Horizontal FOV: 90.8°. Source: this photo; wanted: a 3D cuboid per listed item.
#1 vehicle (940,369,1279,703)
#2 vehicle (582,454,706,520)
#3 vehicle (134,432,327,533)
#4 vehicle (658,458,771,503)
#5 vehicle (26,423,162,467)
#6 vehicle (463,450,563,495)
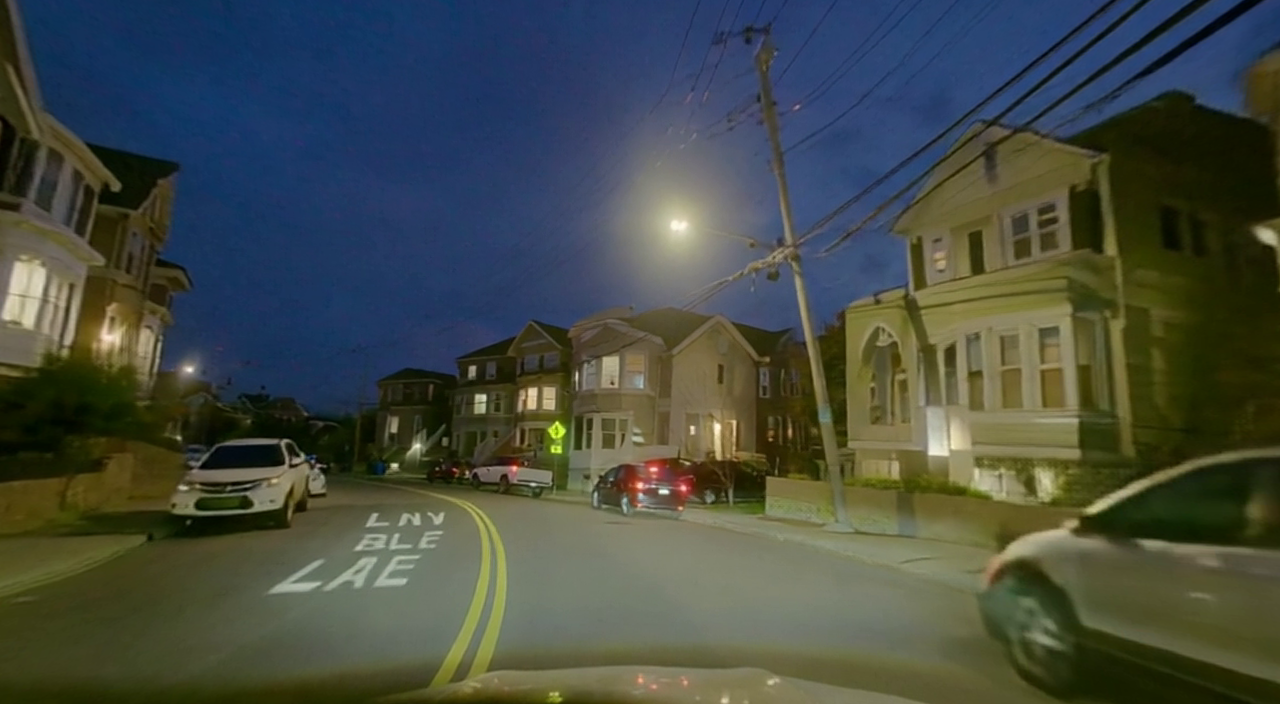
[{"bbox_3d":[3.489,0.970,2.619,1.994,1.682,4.750,3,-9,-3],"label":"vehicle"},{"bbox_3d":[-0.048,3.812,18.330,1.923,1.531,4.568,8,-11,-21],"label":"vehicle"},{"bbox_3d":[-9.048,2.972,14.682,2.378,1.840,5.389,4,-11,-18],"label":"vehicle"},{"bbox_3d":[2.994,5.075,25.298,4.163,1.586,2.023,6,-10,-33],"label":"vehicle"},{"bbox_3d":[-22.923,3.998,26.676,4.064,1.569,1.861,9,-18,-40],"label":"vehicle"},{"bbox_3d":[-6.190,5.713,30.249,2.449,1.869,5.504,11,-13,-35],"label":"vehicle"}]
